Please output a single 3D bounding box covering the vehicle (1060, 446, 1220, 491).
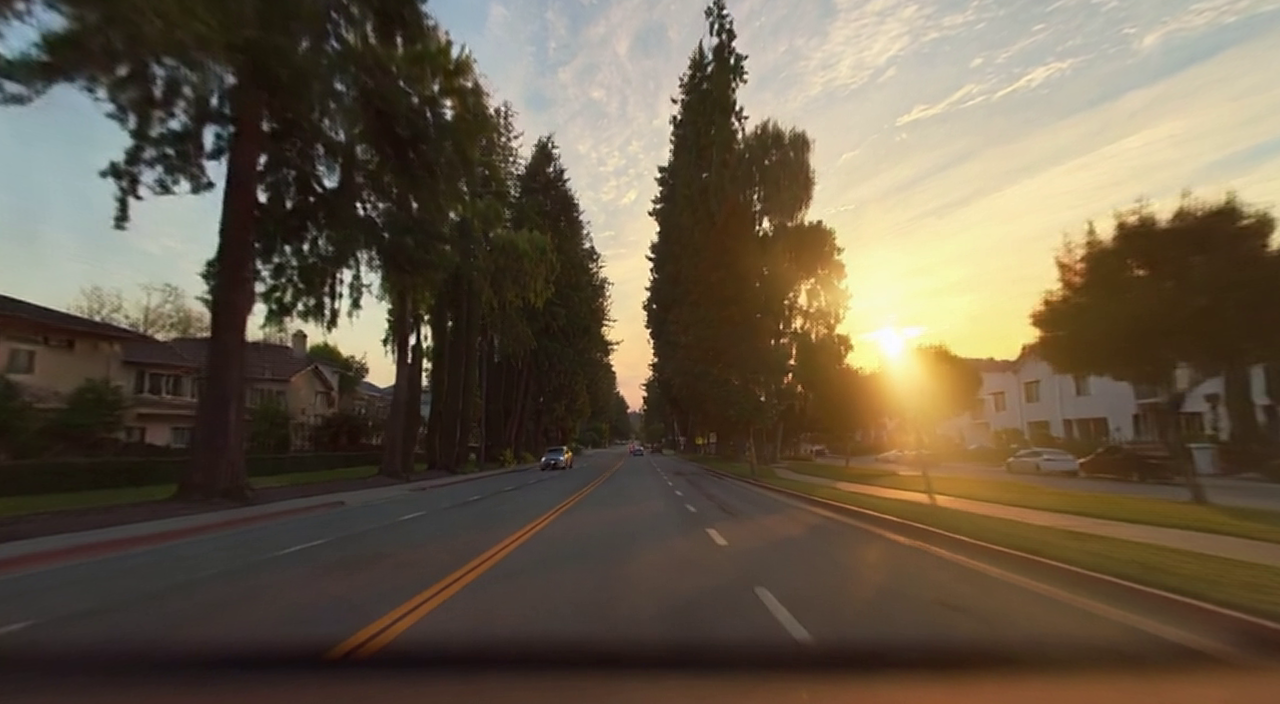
[{"bbox_3d":[18.205,4.249,23.389,1.813,1.464,4.925,0,-9,-1],"label":"vehicle"}]

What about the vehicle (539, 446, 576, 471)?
[{"bbox_3d":[-6.323,8.191,48.735,2.108,1.793,4.864,0,-9,1],"label":"vehicle"}]

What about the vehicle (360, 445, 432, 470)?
[{"bbox_3d":[-16.529,7.123,42.877,4.045,1.622,1.983,-1,-9,4],"label":"vehicle"}]

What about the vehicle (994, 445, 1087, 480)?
[{"bbox_3d":[18.649,5.138,29.622,1.755,1.521,3.968,0,-9,0],"label":"vehicle"}]
